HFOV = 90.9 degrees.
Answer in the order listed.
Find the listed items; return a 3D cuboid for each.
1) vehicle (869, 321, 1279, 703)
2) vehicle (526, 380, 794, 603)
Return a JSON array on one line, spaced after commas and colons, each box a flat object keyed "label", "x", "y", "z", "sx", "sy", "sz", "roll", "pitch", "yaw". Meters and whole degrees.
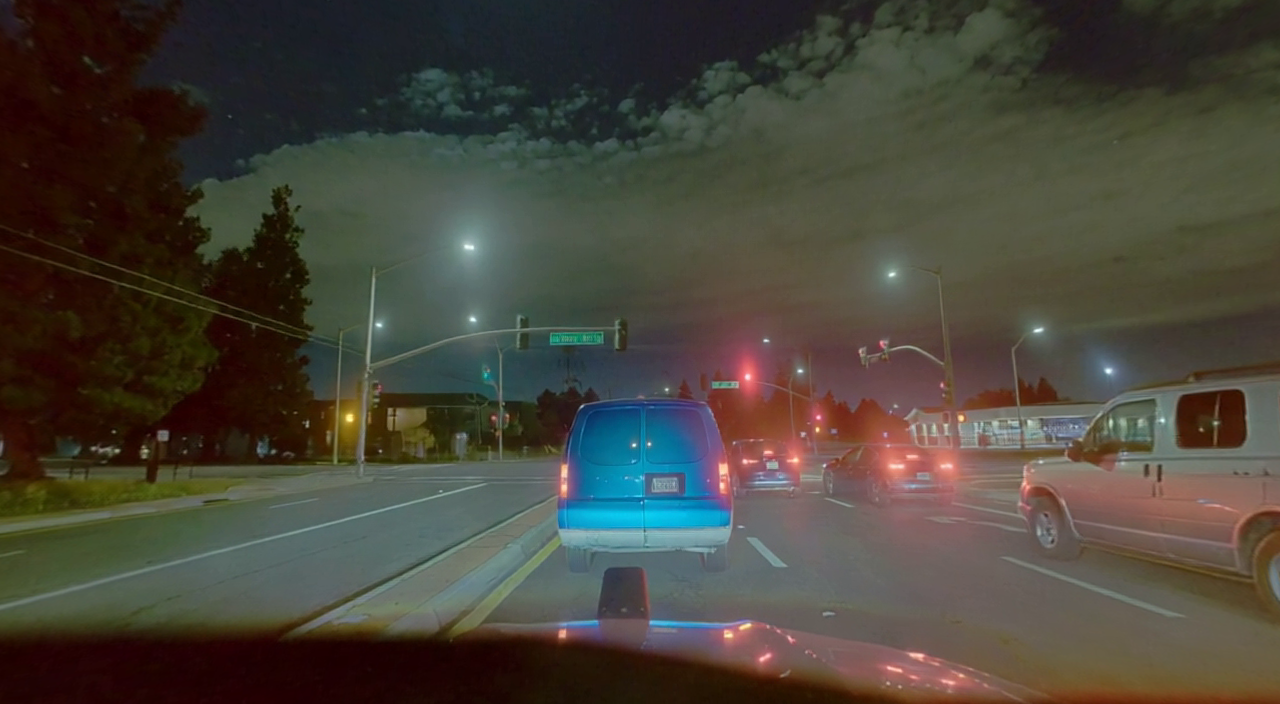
[{"label": "vehicle", "x": 2.902, "y": 0.943, "z": 3.167, "sx": 1.971, "sy": 1.663, "sz": 4.287, "roll": 0, "pitch": -8, "yaw": 1}, {"label": "vehicle", "x": 0.175, "y": 1.463, "z": 7.434, "sx": 2.185, "sy": 1.822, "sz": 4.391, "roll": 0, "pitch": -8, "yaw": 0}]
